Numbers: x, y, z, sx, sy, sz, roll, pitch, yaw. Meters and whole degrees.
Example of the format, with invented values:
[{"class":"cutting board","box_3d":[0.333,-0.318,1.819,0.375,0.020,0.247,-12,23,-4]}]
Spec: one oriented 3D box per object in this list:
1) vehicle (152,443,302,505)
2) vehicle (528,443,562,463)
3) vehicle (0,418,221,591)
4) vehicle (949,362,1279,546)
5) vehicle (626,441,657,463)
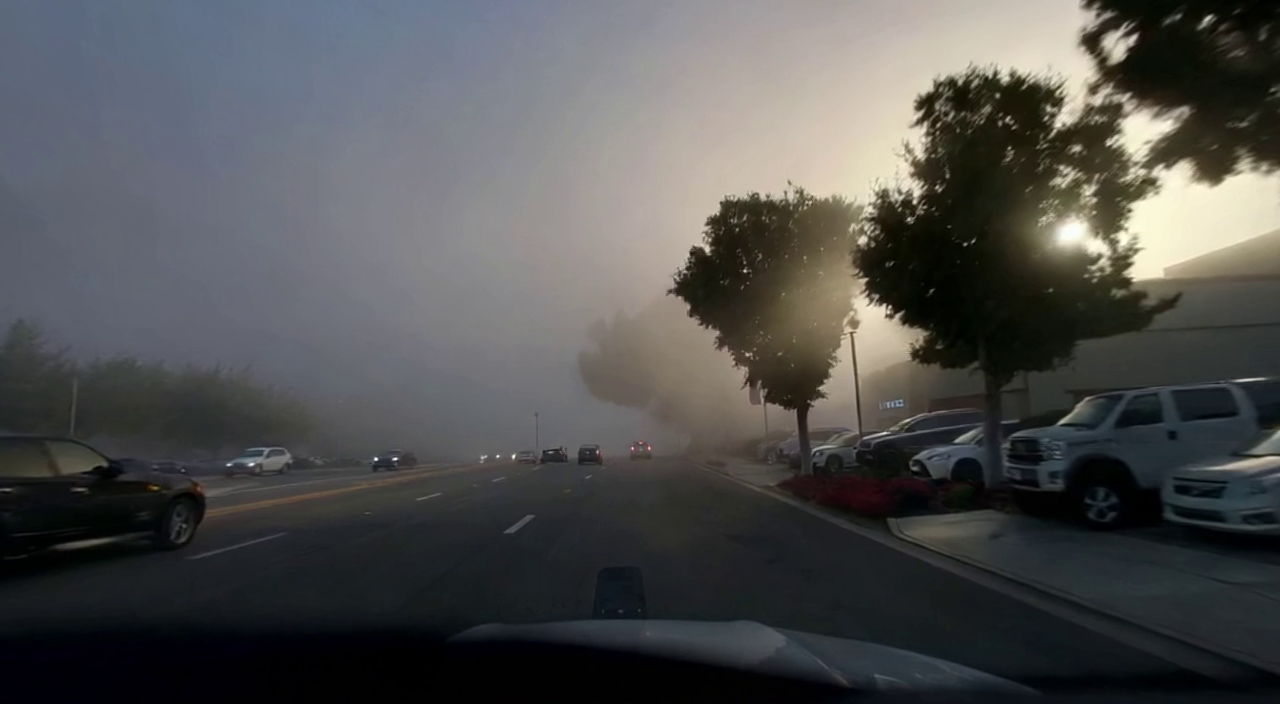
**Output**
[{"class":"vehicle","box_3d":[-11.765,3.450,18.406,1.879,1.547,4.354,1,-9,-8]},{"class":"vehicle","box_3d":[-7.245,7.745,48.539,2.011,1.483,4.596,0,-8,-1]},{"class":"vehicle","box_3d":[-7.198,1.586,6.865,2.038,1.649,4.665,0,-8,0]},{"class":"vehicle","box_3d":[7.156,1.344,8.527,4.770,2.124,2.207,-1,-9,5]},{"class":"vehicle","box_3d":[0.039,6.992,44.152,2.061,1.469,3.954,0,-8,-1]}]
